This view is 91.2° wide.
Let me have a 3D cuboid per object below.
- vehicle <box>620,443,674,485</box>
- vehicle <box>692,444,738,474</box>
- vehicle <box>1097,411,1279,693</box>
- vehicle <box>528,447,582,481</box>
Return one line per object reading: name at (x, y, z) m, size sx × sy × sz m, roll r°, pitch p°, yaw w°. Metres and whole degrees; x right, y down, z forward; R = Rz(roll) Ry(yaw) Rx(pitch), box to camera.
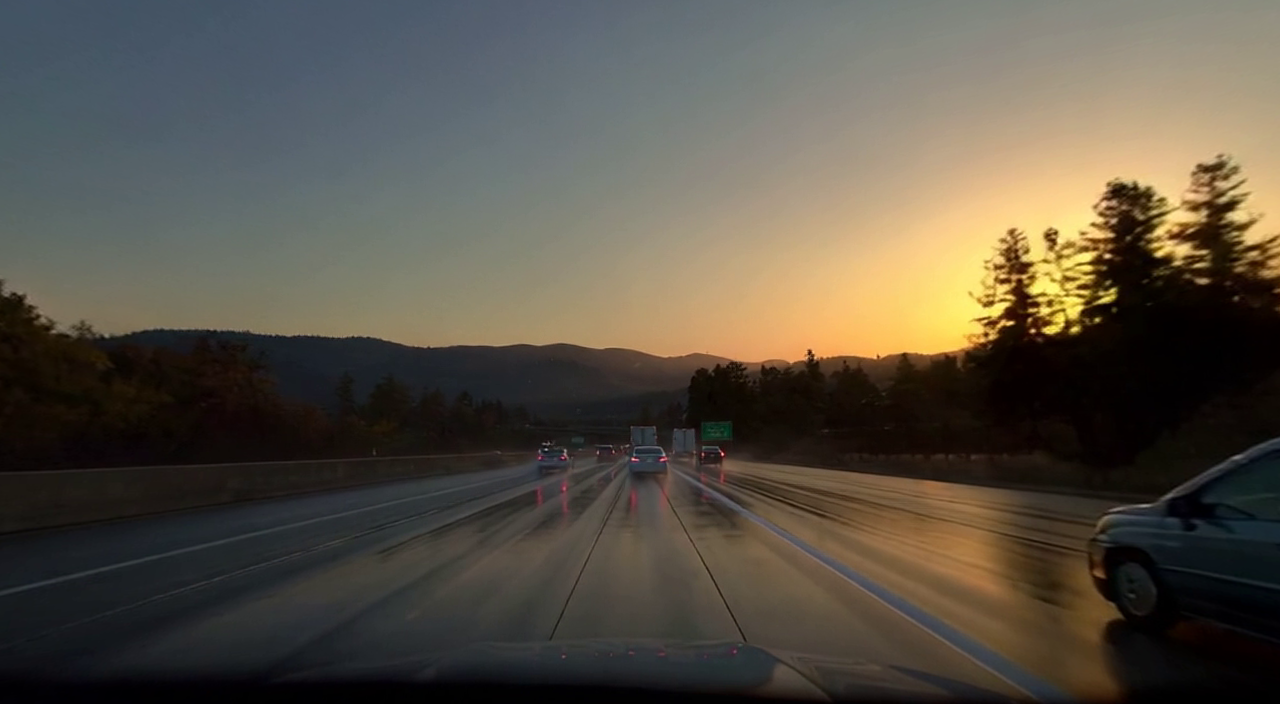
vehicle at (0.266, 4.556, 25.750) m, size 2.015 × 1.526 × 4.286 m, roll 0°, pitch -9°, yaw 0°
vehicle at (4.211, 6.105, 35.930) m, size 2.018 × 1.639 × 4.149 m, roll 0°, pitch -9°, yaw -1°
vehicle at (4.493, 0.946, 2.566) m, size 2.059 × 1.506 × 4.106 m, roll 0°, pitch -9°, yaw -1°
vehicle at (-4.047, 5.423, 30.591) m, size 1.967 × 1.473 × 4.439 m, roll 0°, pitch -9°, yaw 0°
